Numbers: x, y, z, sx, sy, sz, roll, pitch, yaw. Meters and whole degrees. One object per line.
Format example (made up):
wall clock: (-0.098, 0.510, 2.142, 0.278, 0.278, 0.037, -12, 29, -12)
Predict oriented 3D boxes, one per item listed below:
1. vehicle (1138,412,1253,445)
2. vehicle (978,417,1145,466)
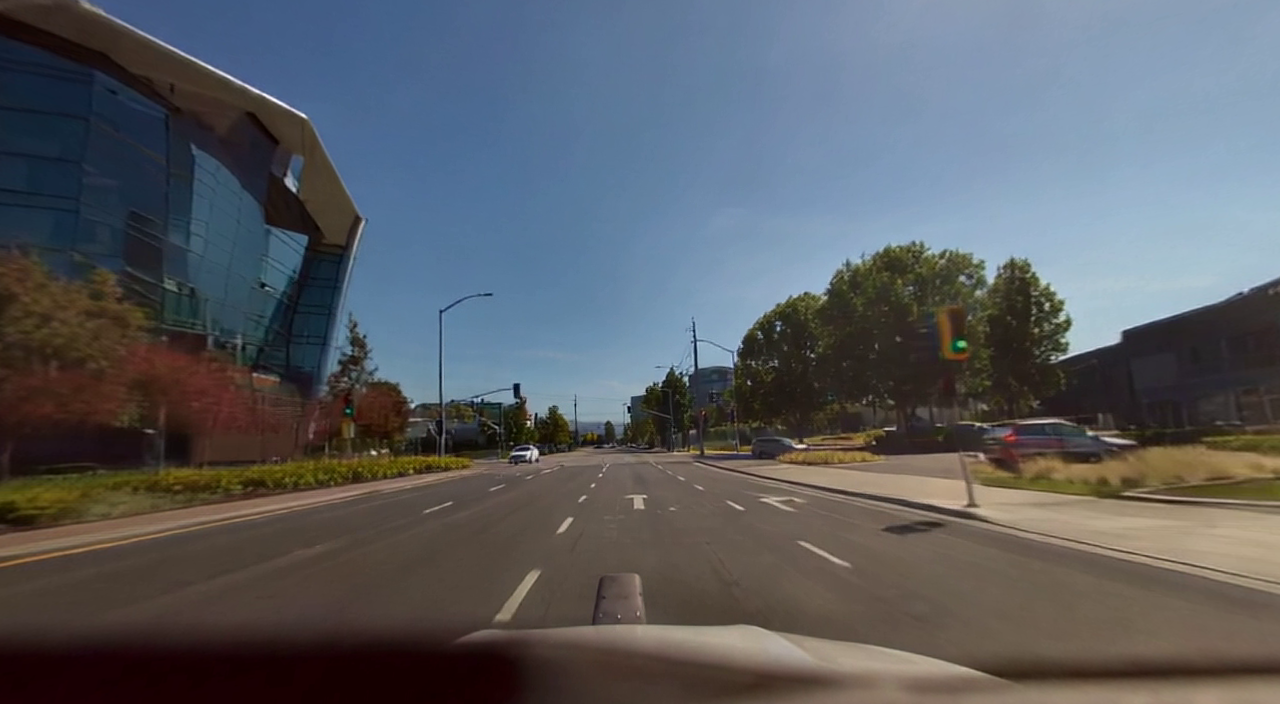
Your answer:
vehicle: (27.393, 3.846, 31.408, 1.805, 1.466, 4.236, 1, -9, 0)
vehicle: (13.074, 2.816, 19.778, 3.991, 1.437, 1.679, 0, -9, -2)
